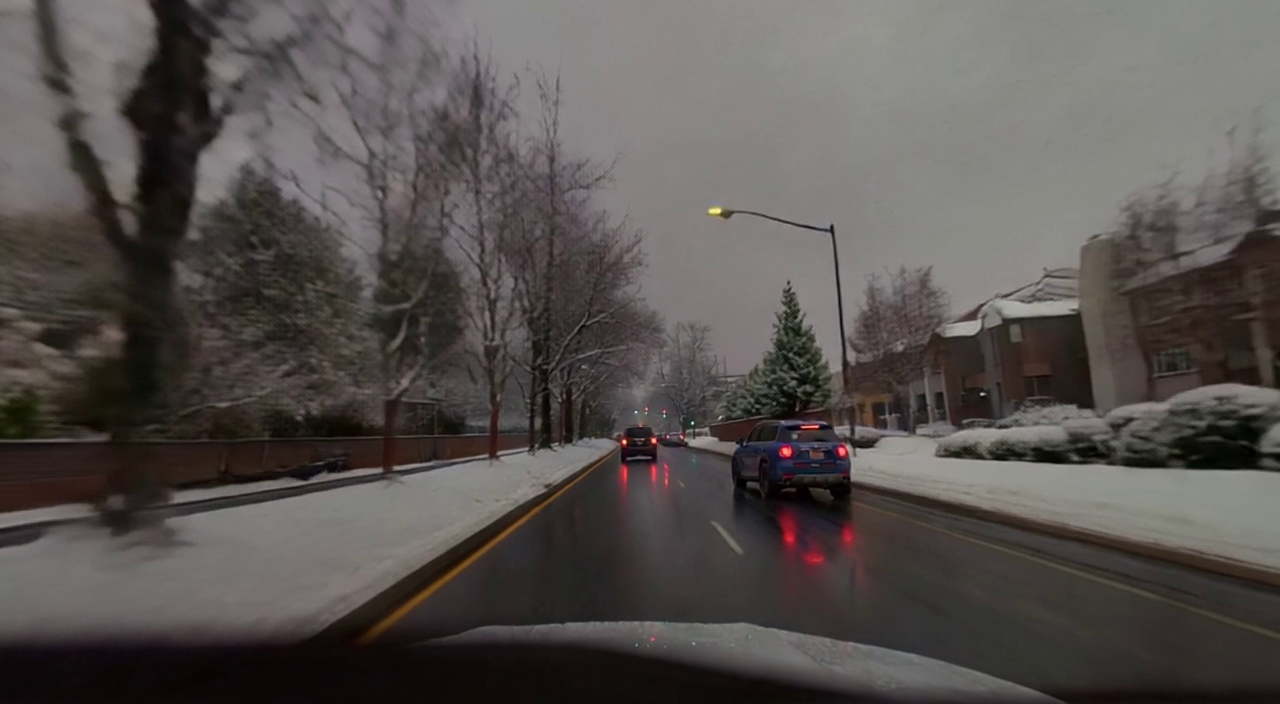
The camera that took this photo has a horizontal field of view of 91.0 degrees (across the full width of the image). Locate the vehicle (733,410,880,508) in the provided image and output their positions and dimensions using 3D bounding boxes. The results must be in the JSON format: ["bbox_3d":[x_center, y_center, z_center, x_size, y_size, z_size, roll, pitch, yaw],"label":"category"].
[{"bbox_3d":[3.214,2.179,13.126,1.840,1.709,4.202,0,-8,-1],"label":"vehicle"}]

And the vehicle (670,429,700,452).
[{"bbox_3d":[3.189,6.417,45.560,1.863,1.610,3.726,0,-8,-1],"label":"vehicle"}]

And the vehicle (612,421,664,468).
[{"bbox_3d":[-0.104,3.824,25.987,1.984,1.777,3.148,0,-8,-1],"label":"vehicle"}]
